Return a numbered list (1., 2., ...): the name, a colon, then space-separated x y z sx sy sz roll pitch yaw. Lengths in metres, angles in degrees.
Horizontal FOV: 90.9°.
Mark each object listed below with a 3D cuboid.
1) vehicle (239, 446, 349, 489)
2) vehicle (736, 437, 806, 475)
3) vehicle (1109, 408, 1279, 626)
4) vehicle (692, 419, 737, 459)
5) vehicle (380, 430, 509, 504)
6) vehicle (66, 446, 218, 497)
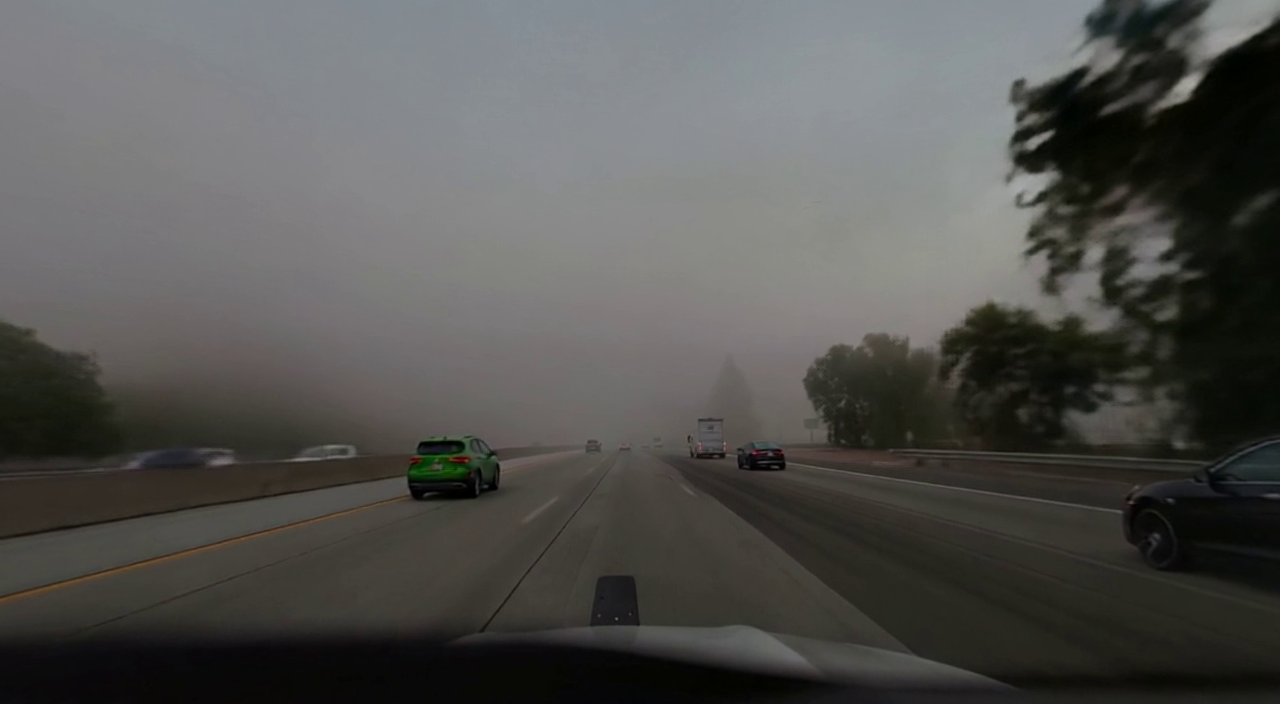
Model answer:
1. vehicle: -12.901 4.295 23.852 1.796 1.429 4.203 0 -8 0
2. vehicle: 5.297 4.252 25.982 1.920 1.436 3.890 0 -8 -2
3. vehicle: 5.422 1.047 3.717 2.028 1.488 4.236 0 -8 0
4. vehicle: 5.702 6.779 49.032 2.588 2.910 5.511 0 -8 -2
5. vehicle: -4.643 2.767 15.590 1.966 1.570 3.859 0 -8 0
6. vehicle: -16.747 4.000 21.493 1.846 1.516 4.152 0 -8 -2
